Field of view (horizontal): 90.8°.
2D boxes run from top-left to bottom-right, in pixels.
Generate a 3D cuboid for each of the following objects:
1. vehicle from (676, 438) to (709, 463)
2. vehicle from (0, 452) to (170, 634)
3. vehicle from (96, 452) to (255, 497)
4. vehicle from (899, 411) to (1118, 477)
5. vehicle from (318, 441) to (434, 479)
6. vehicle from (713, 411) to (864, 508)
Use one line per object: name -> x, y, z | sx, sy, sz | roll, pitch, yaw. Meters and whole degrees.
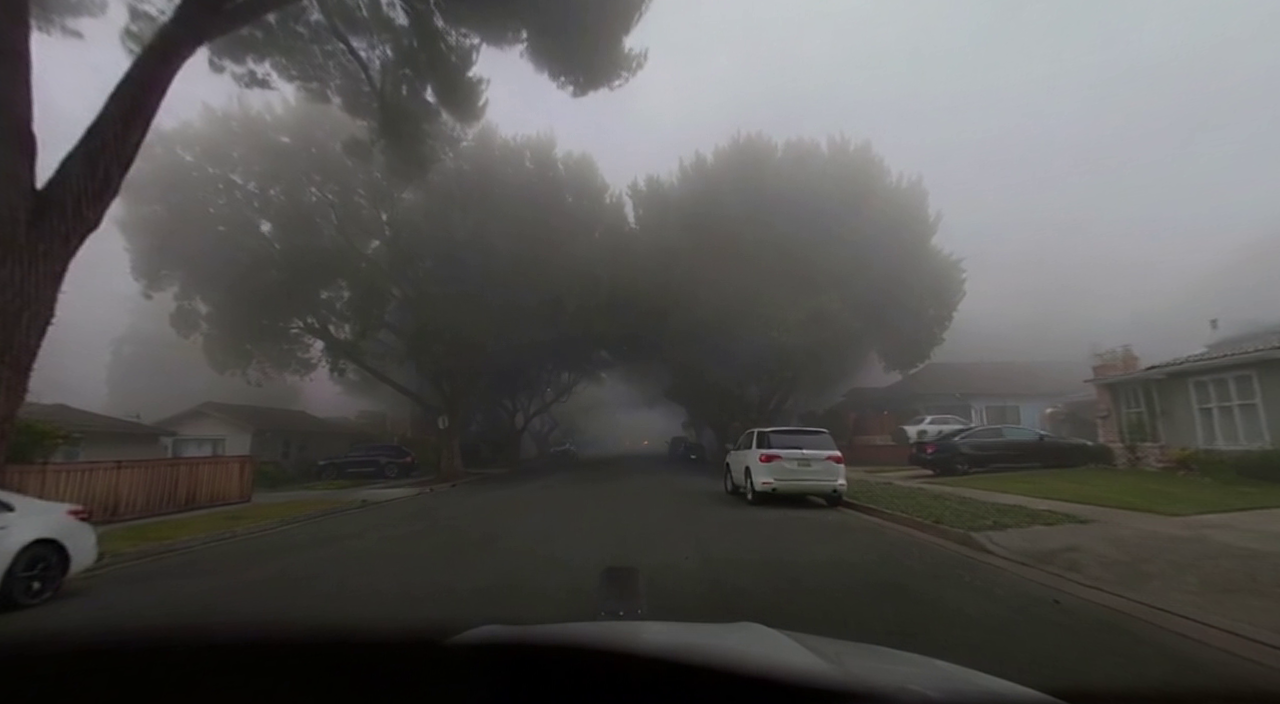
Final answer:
vehicle -> 3.466, 6.546, 42.295 | 2.016, 1.567, 4.228 | -1, -8, 2
vehicle -> -6.241, 1.603, 4.768 | 2.099, 1.399, 4.357 | -4, -7, 0
vehicle -> -16.147, 4.251, 22.089 | 4.276, 1.463, 1.832 | -1, -8, 7
vehicle -> 10.496, 2.702, 18.479 | 5.041, 1.486, 1.969 | -6, -9, 13
vehicle -> -13.124, 5.396, 31.635 | 4.928, 1.797, 1.981 | -1, -8, 2
vehicle -> 3.208, 2.459, 14.942 | 2.241, 1.875, 5.059 | 0, -8, -1
